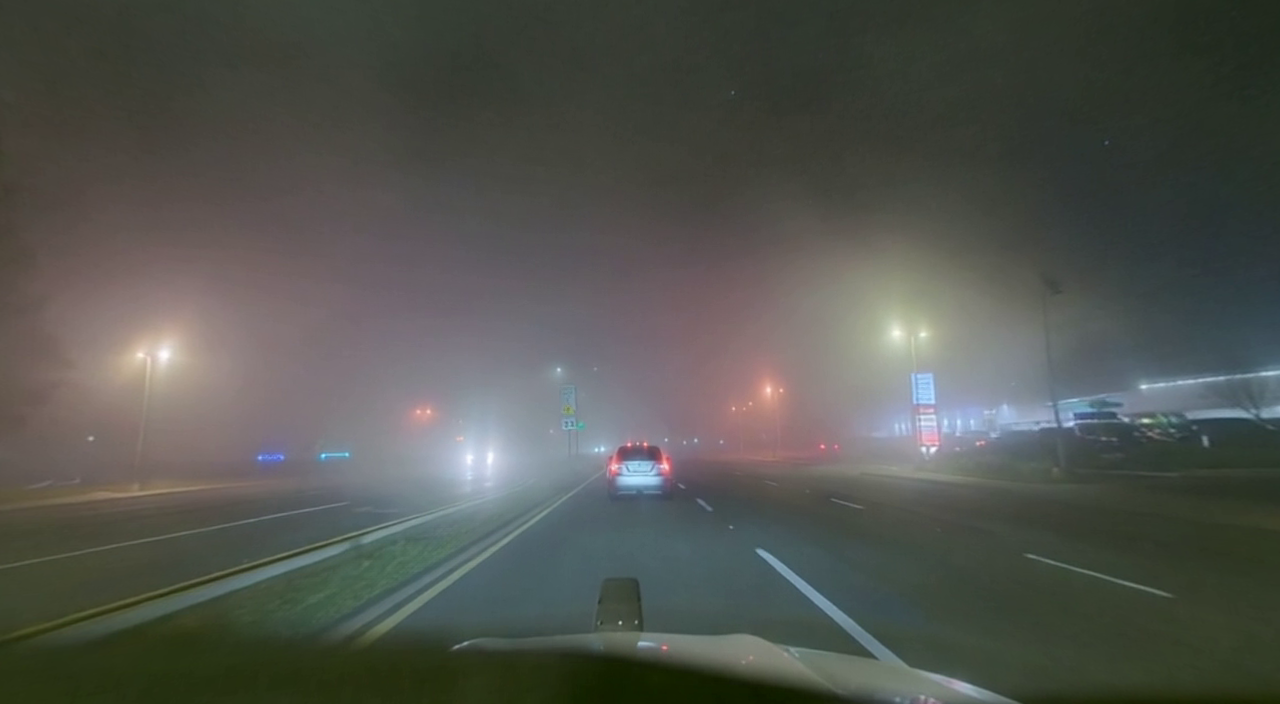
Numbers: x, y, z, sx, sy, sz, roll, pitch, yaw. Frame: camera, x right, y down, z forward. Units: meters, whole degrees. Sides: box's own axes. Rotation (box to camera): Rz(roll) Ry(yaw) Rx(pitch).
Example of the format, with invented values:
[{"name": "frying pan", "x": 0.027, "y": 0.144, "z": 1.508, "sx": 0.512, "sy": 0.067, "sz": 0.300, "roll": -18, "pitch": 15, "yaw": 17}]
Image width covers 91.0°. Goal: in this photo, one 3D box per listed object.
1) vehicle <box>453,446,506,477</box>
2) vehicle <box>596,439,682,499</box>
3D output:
[{"name": "vehicle", "x": -9.230, "y": 6.313, "z": 36.547, "sx": 1.903, "sy": 1.476, "sz": 4.395, "roll": -5, "pitch": -8, "yaw": -1}, {"name": "vehicle", "x": -0.063, "y": 3.202, "z": 17.596, "sx": 2.126, "sy": 1.475, "sz": 3.967, "roll": 0, "pitch": -8, "yaw": -1}]
